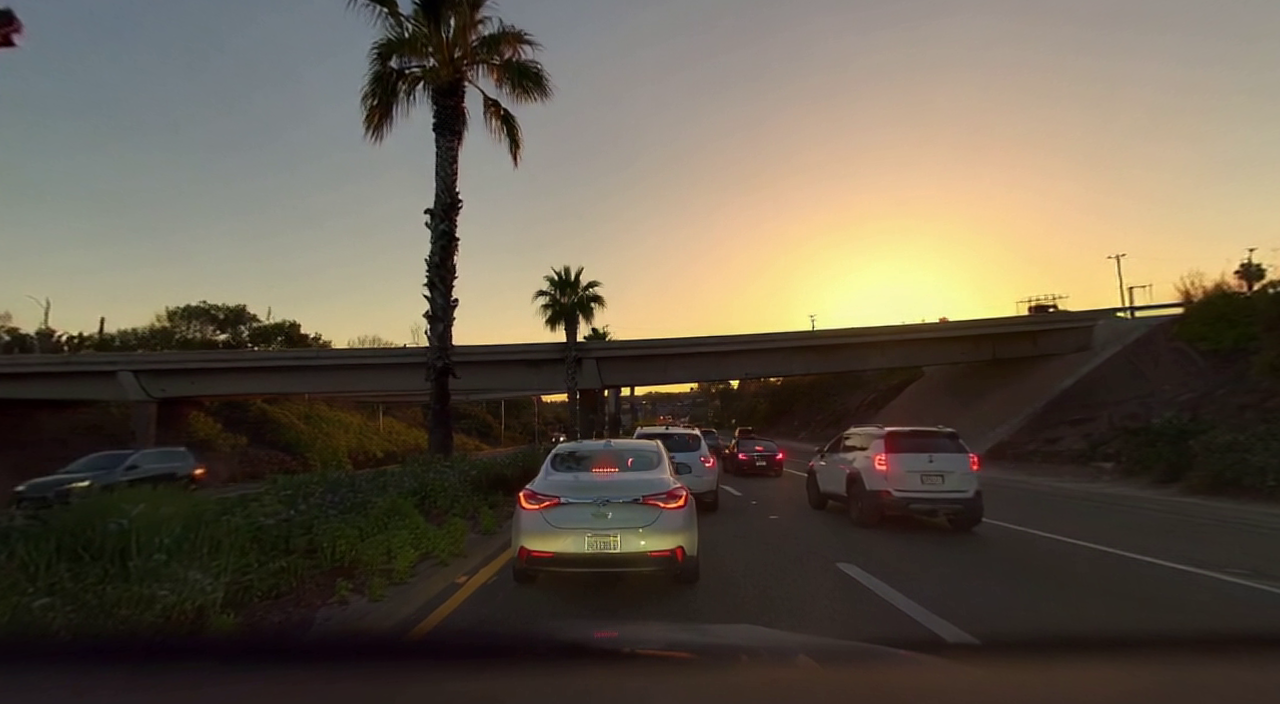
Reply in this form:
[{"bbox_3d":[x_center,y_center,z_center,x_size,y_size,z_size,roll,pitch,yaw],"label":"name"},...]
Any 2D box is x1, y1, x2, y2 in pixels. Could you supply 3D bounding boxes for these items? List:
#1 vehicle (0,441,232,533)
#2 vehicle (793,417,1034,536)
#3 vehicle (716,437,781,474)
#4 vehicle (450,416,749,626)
[{"bbox_3d":[-11.709,2.887,14.117,2.084,1.704,4.485,0,-9,-1],"label":"vehicle"},{"bbox_3d":[4.338,2.063,11.059,2.149,1.609,4.807,0,-9,1],"label":"vehicle"},{"bbox_3d":[4.691,4.548,27.824,2.034,1.517,4.840,0,-8,1],"label":"vehicle"},{"bbox_3d":[-0.230,1.527,6.639,2.172,1.506,4.018,0,-9,2],"label":"vehicle"}]
